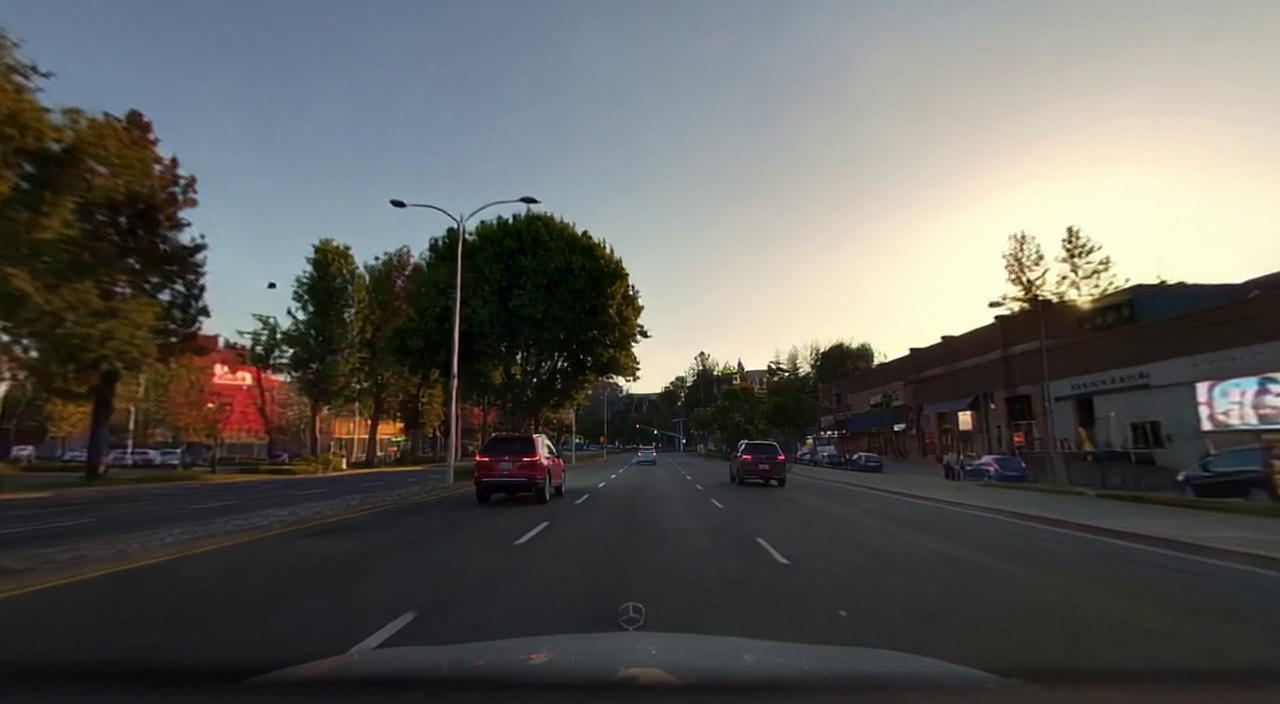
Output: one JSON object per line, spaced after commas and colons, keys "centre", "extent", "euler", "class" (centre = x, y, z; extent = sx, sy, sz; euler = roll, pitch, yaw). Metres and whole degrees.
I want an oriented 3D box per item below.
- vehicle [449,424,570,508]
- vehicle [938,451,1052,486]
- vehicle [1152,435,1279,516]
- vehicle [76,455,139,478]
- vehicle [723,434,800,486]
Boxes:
{"centre": [-3.091, 2.820, 15.991], "extent": [2.047, 1.810, 4.414], "euler": [0, -8, 1], "class": "vehicle"}
{"centre": [15.790, 5.161, 28.089], "extent": [4.133, 1.475, 1.833], "euler": [2, -9, -11], "class": "vehicle"}
{"centre": [14.865, 2.797, 14.377], "extent": [1.932, 1.748, 4.741], "euler": [1, -9, -8], "class": "vehicle"}
{"centre": [-38.191, 8.183, 45.175], "extent": [4.355, 1.541, 1.919], "euler": [-6, -9, 29], "class": "vehicle"}
{"centre": [4.518, 4.086, 24.151], "extent": [2.083, 1.779, 4.347], "euler": [0, -8, 0], "class": "vehicle"}
